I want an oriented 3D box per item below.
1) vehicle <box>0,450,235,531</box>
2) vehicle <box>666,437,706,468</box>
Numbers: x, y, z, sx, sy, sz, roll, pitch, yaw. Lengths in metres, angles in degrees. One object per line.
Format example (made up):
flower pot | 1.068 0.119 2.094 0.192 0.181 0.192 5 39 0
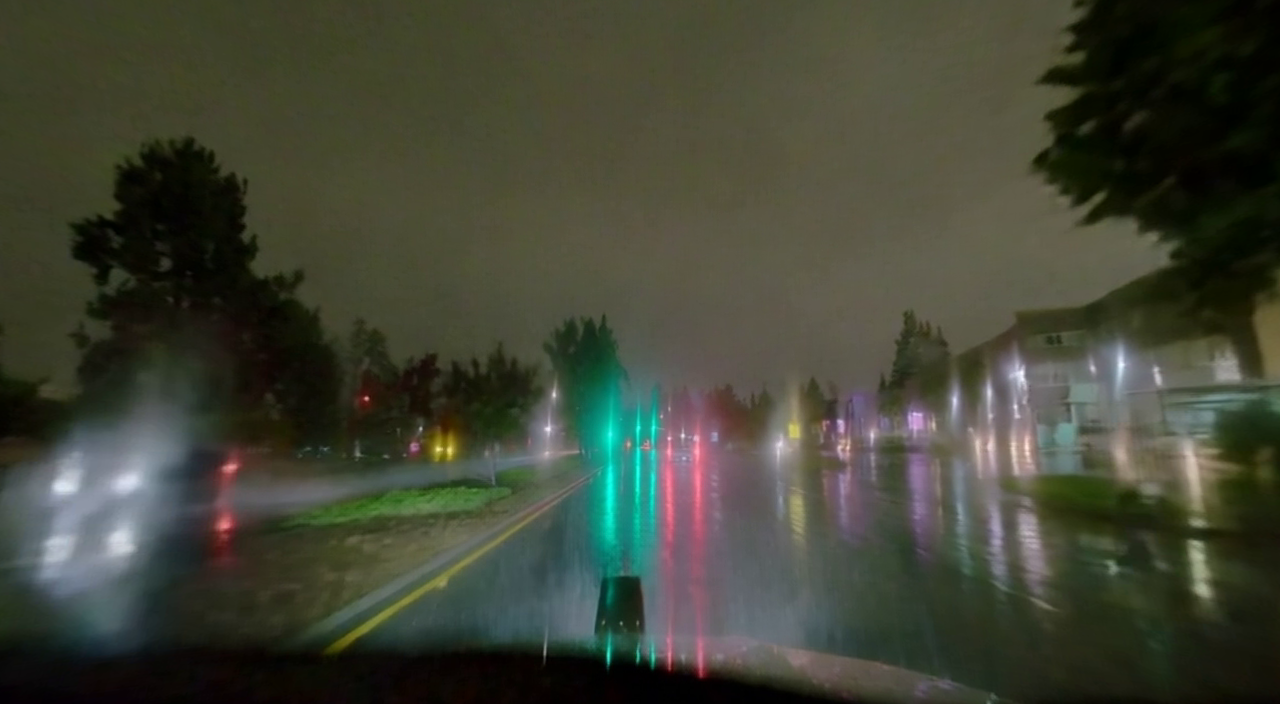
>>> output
vehicle | -11.694 2.986 14.309 1.890 1.446 4.714 0 -8 1
vehicle | 2.928 6.508 41.075 2.085 1.828 5.383 0 -8 -1
